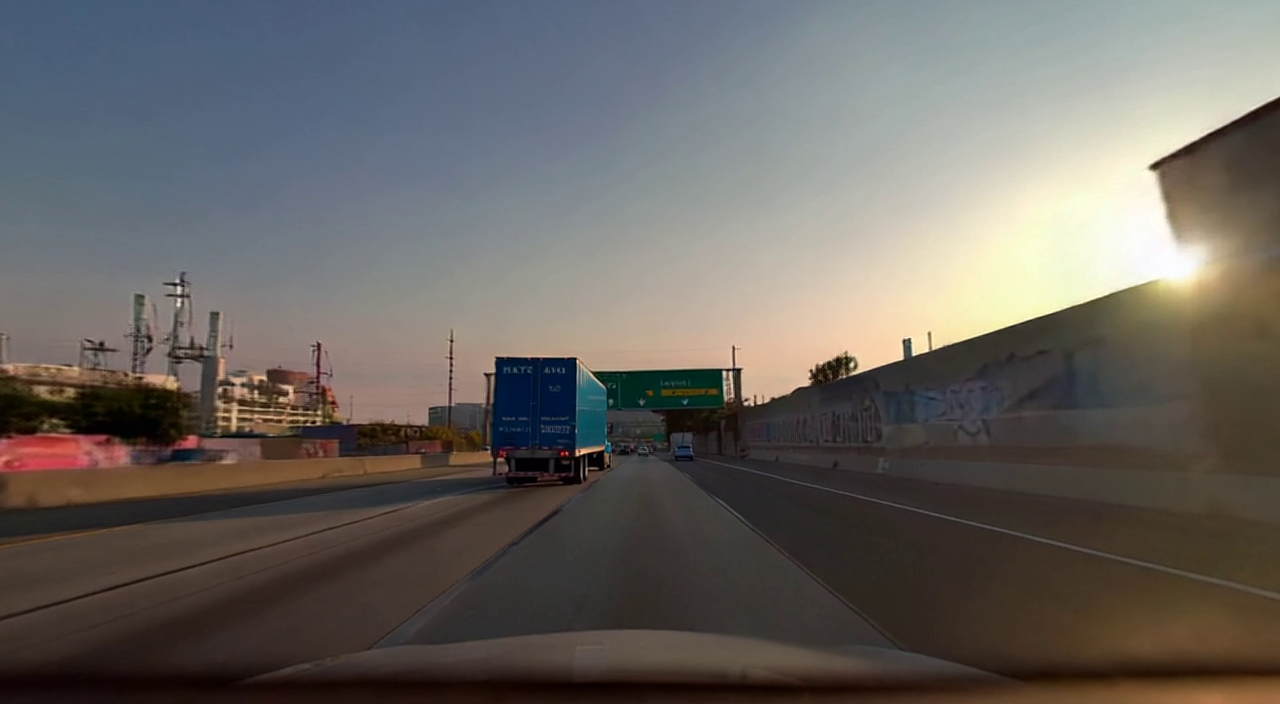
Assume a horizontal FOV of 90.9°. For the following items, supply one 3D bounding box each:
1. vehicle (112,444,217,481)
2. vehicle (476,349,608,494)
[{"bbox_3d":[-25.163,5.827,33.611,1.998,1.774,4.526,0,-8,1],"label":"vehicle"},{"bbox_3d":[-2.988,2.520,22.255,2.977,4.048,8.890,-1,-7,2],"label":"vehicle"}]
